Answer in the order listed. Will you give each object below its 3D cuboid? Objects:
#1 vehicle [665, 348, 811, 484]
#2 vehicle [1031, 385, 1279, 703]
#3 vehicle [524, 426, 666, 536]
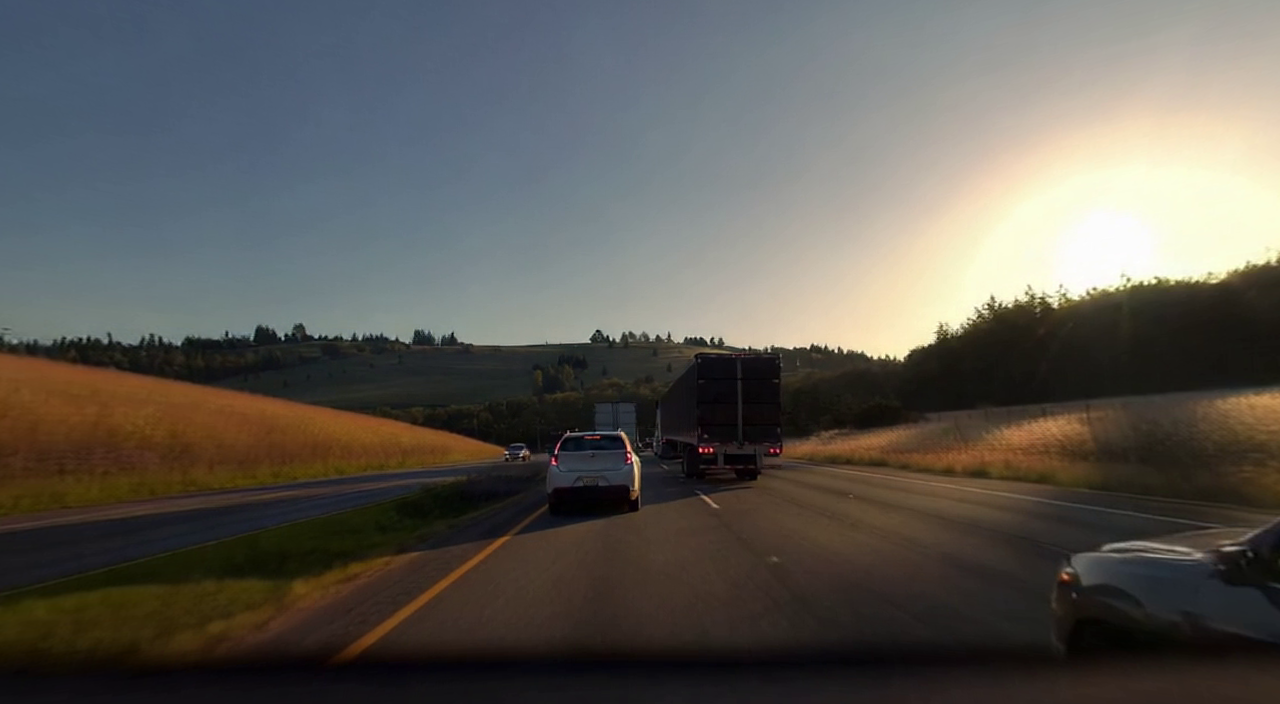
[{"bbox_3d":[3.441,3.187,28.309,3.591,4.290,16.696,0,-8,-1],"label":"vehicle"},{"bbox_3d":[3.581,0.781,1.757,1.960,1.515,4.713,0,-8,0],"label":"vehicle"},{"bbox_3d":[-0.674,2.133,11.041,2.009,1.554,4.013,0,-8,-1],"label":"vehicle"}]
